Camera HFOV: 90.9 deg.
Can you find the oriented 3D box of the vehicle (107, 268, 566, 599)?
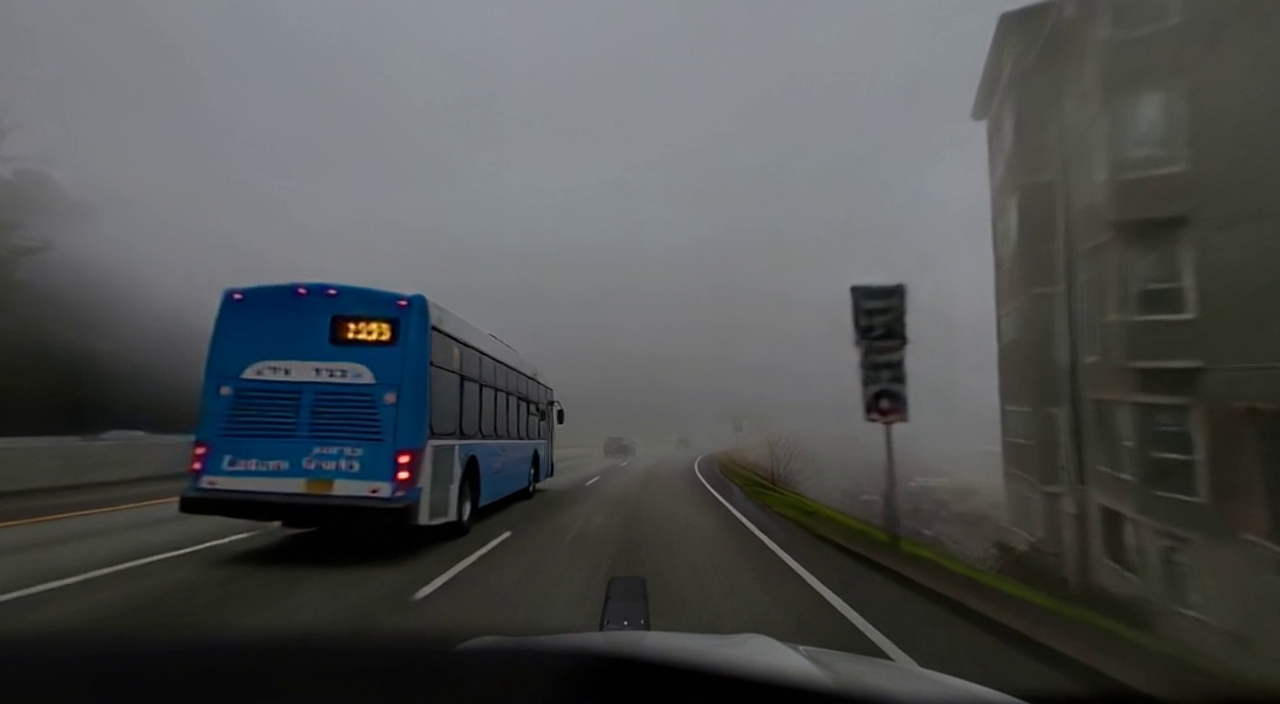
[{"bbox_3d":[-3.180,1.298,9.876,2.888,2.944,8.373,-1,-8,1],"label":"vehicle"}]

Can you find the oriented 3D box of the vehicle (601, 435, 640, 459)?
[{"bbox_3d":[-1.248,6.392,42.376,1.928,1.455,4.361,-1,-9,7],"label":"vehicle"}]
